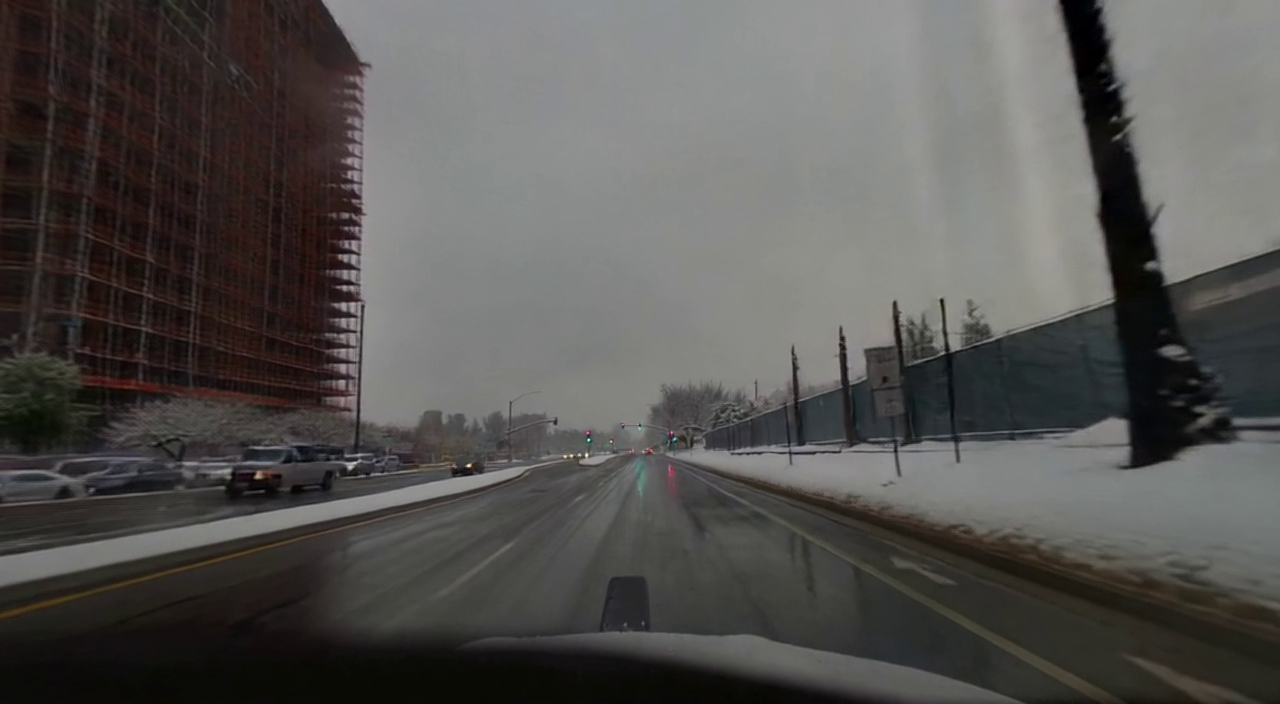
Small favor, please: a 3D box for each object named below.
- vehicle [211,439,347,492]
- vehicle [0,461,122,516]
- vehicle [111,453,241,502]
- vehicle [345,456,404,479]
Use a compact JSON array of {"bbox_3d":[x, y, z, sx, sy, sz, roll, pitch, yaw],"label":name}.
[{"bbox_3d":[-16.238,5.125,28.918,2.601,2.118,6.071,0,-9,1],"label":"vehicle"},{"bbox_3d":[-19.428,4.316,20.048,1.836,1.418,4.956,-2,-7,-2],"label":"vehicle"},{"bbox_3d":[-19.423,5.221,26.728,1.985,1.625,4.749,-2,-7,-1],"label":"vehicle"},{"bbox_3d":[-19.138,8.325,45.660,2.007,1.453,4.932,-1,-9,2],"label":"vehicle"}]
